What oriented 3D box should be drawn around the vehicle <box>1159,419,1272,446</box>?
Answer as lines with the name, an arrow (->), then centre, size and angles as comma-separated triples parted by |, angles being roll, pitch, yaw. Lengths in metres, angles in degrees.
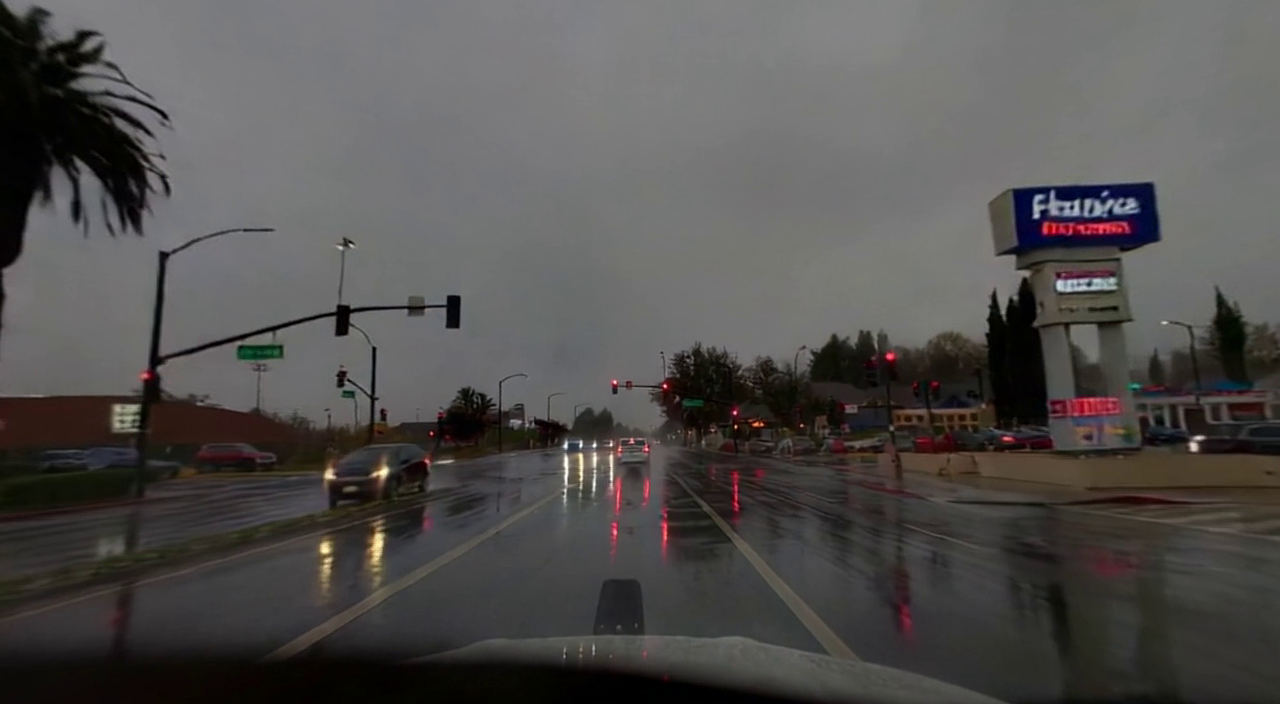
vehicle -> 43.042, 6.060, 47.416 | 6.181, 1.903, 2.214 | 0, -9, -1

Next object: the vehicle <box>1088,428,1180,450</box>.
vehicle -> 34.121, 6.040, 43.784 | 4.668, 1.469, 1.963 | 0, -9, -1

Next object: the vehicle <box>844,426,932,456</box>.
vehicle -> 17.095, 6.182, 43.822 | 5.173, 1.976, 2.223 | 0, -9, 0

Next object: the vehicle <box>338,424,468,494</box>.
vehicle -> -8.568, 3.946, 23.754 | 2.440, 2.225, 6.346 | 0, -9, -1

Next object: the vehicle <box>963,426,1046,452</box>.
vehicle -> 25.045, 6.016, 43.612 | 4.473, 1.751, 1.909 | 0, -9, -1

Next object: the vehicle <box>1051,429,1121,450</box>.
vehicle -> 33.162, 6.521, 47.084 | 3.696, 1.532, 1.927 | 0, -9, -2

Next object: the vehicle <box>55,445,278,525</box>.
vehicle -> -11.697, 3.261, 16.240 | 2.039, 1.630, 4.878 | 1, -8, -2

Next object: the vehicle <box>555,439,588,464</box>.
vehicle -> -5.309, 7.715, 49.464 | 2.032, 1.747, 4.479 | -2, -8, 0

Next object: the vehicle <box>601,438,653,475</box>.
vehicle -> -0.580, 4.652, 28.421 | 2.160, 1.508, 4.319 | 0, -9, -1

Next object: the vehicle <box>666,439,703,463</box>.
vehicle -> 2.996, 6.753, 43.217 | 2.060, 1.471, 4.168 | 0, -9, -2
